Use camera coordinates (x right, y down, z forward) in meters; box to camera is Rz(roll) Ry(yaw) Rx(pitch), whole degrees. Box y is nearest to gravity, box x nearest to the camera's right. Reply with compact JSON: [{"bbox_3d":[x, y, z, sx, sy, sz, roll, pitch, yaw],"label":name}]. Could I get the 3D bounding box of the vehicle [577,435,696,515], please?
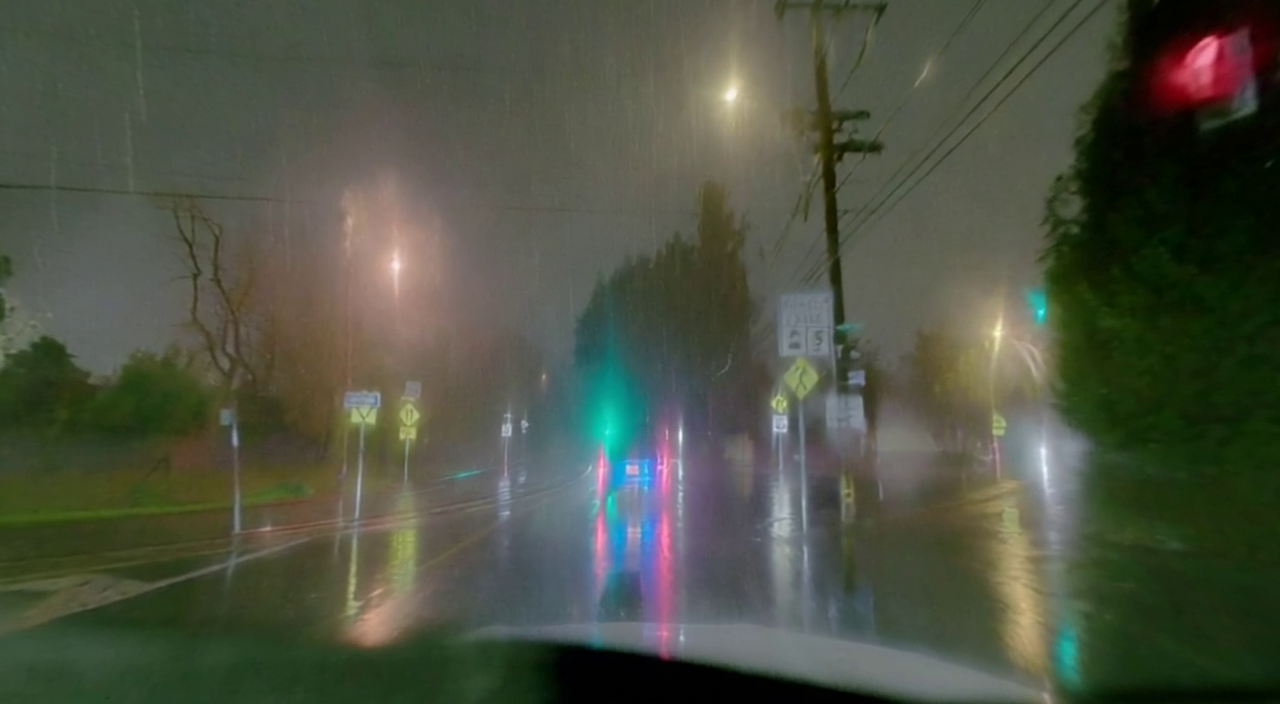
[{"bbox_3d":[0.033,2.681,14.419,2.295,1.510,4.364,0,-8,3],"label":"vehicle"}]
